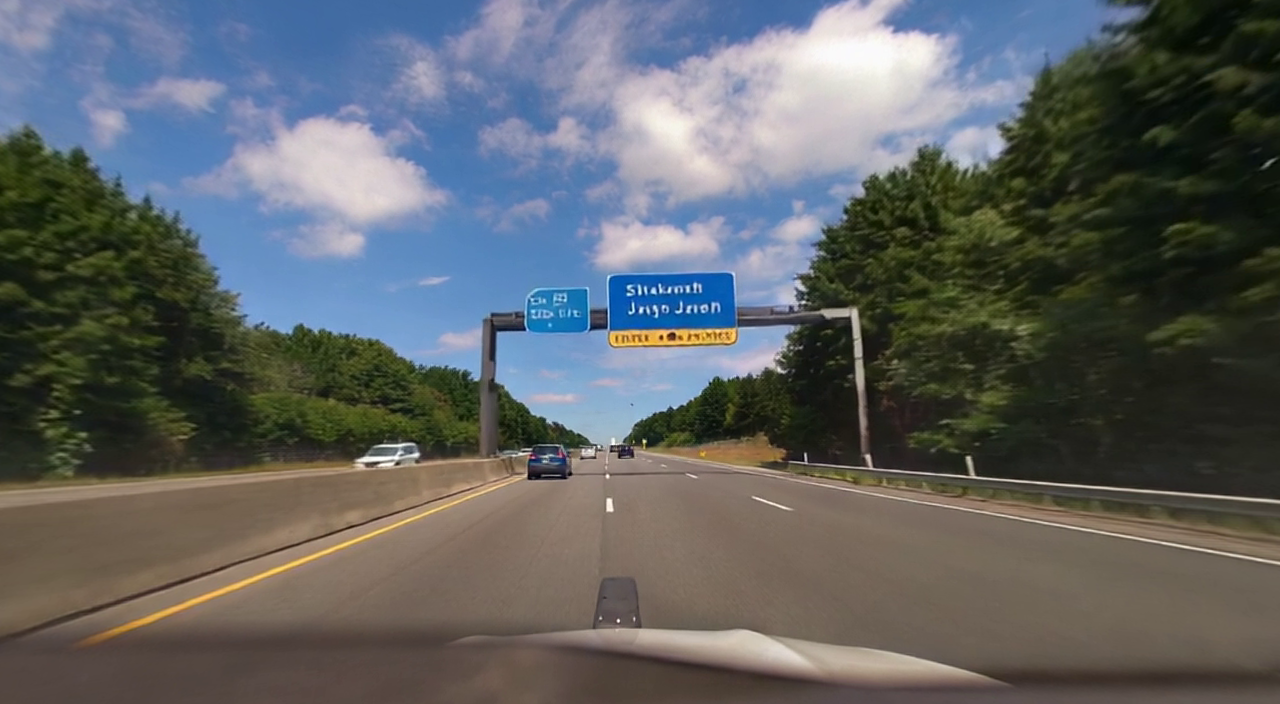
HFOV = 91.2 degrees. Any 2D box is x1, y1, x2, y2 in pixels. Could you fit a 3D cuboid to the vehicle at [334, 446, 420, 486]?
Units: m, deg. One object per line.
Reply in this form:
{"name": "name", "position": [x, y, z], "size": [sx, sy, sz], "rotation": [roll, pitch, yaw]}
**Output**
{"name": "vehicle", "position": [-11.827, 5.113, 28.568], "size": [2.044, 1.638, 4.642], "rotation": [0, -9, -2]}

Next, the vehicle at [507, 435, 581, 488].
{"name": "vehicle", "position": [-3.358, 3.923, 22.719], "size": [2.151, 1.693, 4.201], "rotation": [0, -9, -2]}
